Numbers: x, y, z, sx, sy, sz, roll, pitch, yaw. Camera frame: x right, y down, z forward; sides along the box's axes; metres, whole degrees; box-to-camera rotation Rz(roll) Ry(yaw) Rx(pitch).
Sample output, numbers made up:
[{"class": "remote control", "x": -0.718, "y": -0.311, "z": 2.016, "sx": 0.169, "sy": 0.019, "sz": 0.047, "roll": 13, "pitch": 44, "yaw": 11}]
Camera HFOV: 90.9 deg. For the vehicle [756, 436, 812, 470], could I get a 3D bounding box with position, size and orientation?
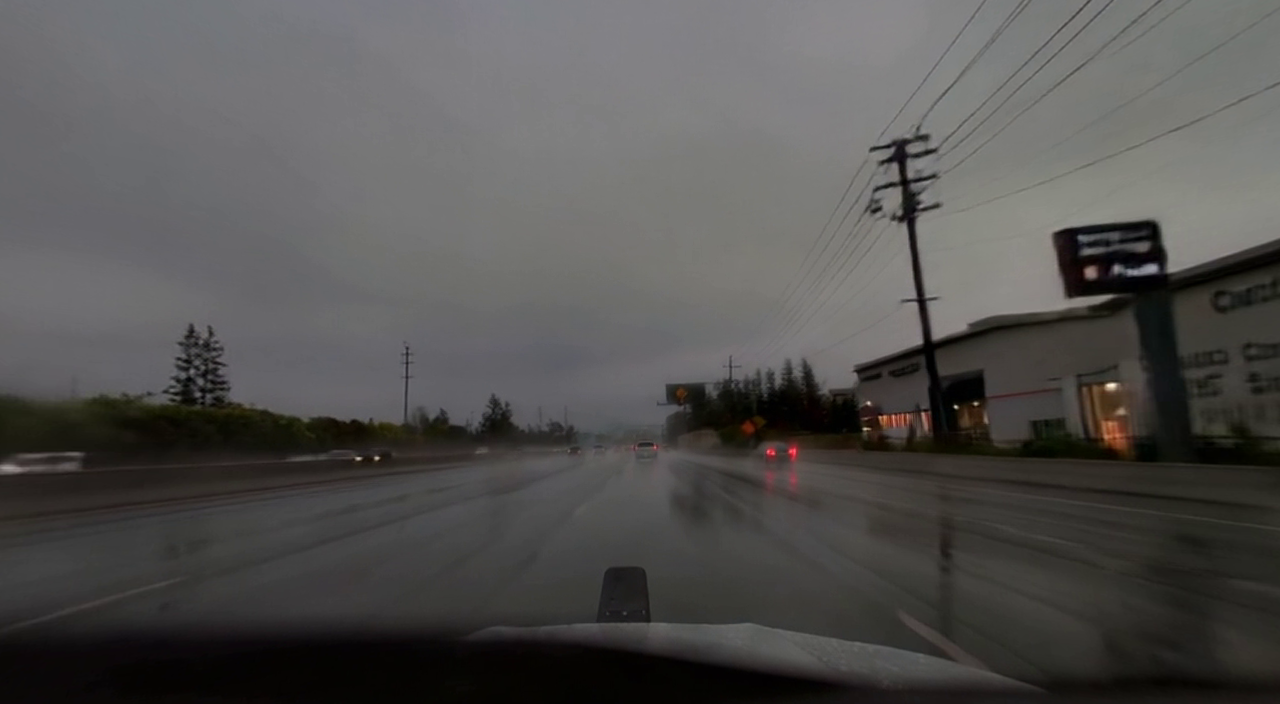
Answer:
[{"class": "vehicle", "x": 7.624, "y": 5.397, "z": 33.784, "sx": 1.937, "sy": 1.698, "sz": 4.322, "roll": 0, "pitch": -8, "yaw": -1}]
